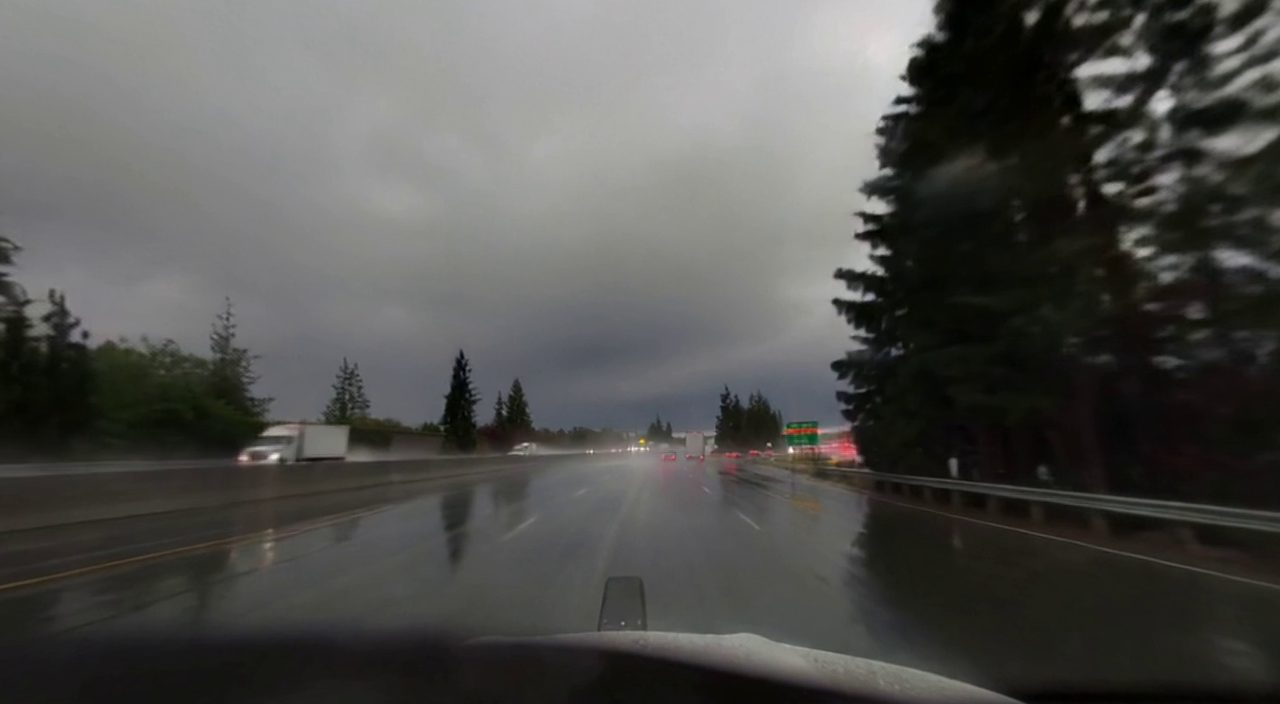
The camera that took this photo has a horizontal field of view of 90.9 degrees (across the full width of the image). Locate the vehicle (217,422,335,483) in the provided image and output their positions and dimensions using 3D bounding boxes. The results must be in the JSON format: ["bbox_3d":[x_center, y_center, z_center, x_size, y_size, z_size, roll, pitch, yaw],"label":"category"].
[{"bbox_3d":[-18.251,5.085,32.057,2.240,2.748,5.884,-1,-9,2],"label":"vehicle"}]
